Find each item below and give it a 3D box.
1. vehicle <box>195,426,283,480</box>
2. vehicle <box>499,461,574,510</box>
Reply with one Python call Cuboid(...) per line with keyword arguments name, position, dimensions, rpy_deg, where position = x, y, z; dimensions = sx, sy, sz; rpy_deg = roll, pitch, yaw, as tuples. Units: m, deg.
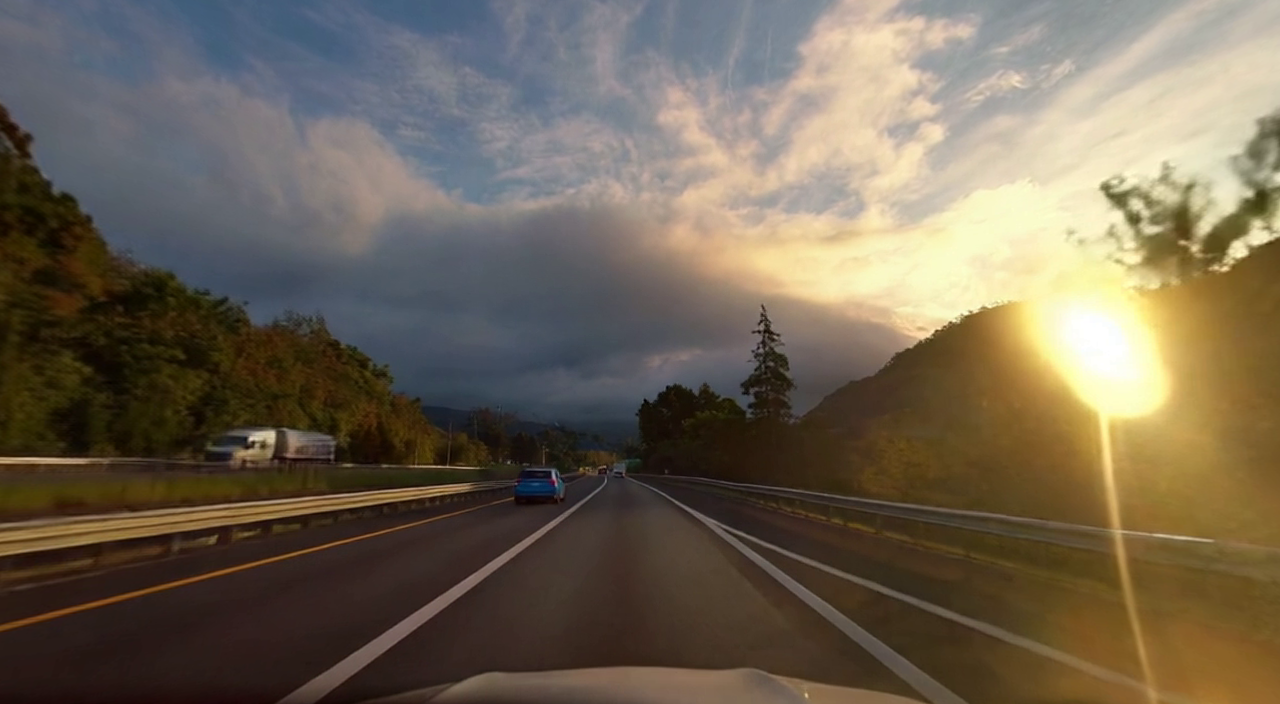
Cuboid(name="vehicle", position=(-30.478, 7.779, 48.221), dimensions=(2.915, 3.769, 5.891), rpy_deg=(1, -10, -4))
Cuboid(name="vehicle", position=(-3.592, 4.739, 22.696), dimensions=(1.967, 1.556, 4.364), rpy_deg=(1, -10, 0))
